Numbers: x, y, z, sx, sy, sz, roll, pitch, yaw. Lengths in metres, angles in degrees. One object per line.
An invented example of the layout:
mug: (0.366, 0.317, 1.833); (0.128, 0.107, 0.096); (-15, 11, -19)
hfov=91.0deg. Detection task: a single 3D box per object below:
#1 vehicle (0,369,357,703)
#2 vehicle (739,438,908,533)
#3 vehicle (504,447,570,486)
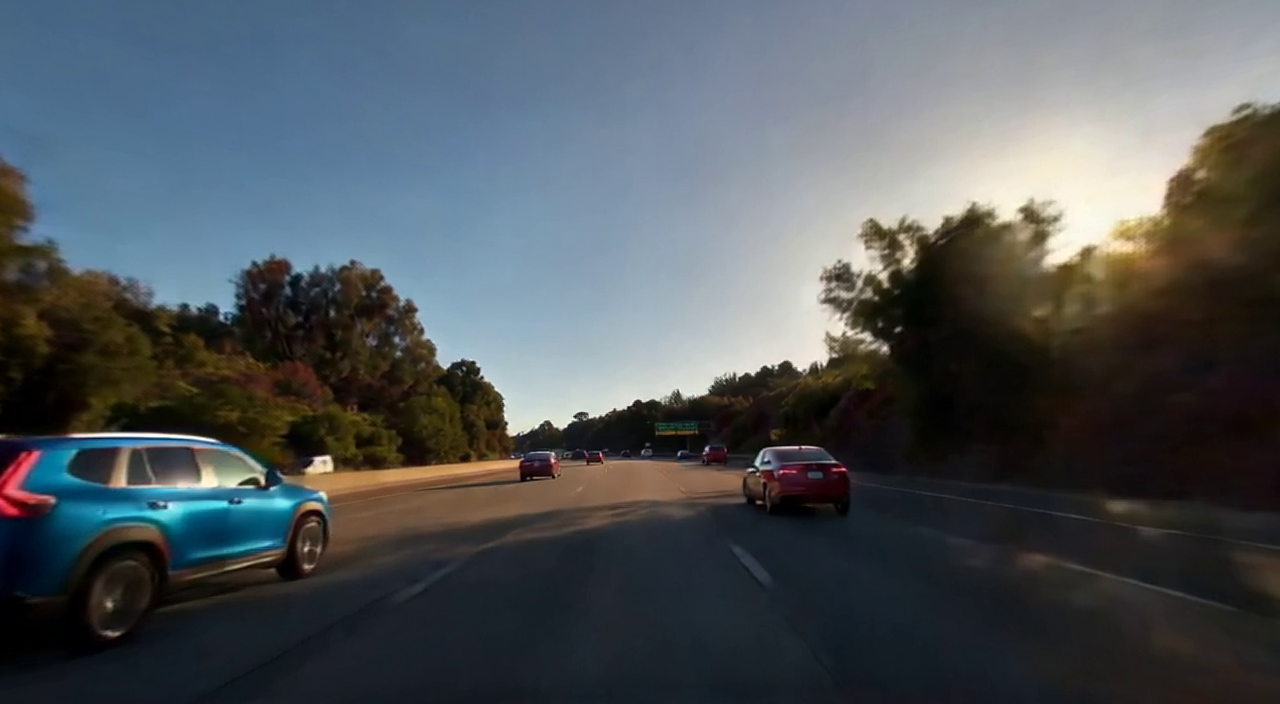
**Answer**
vehicle: (-4.377, 1.260, 5.154); (2.079, 1.745, 4.281); (0, -9, 0)
vehicle: (3.414, 2.581, 12.772); (2.120, 1.572, 4.344); (0, -9, 0)
vehicle: (-4.184, 4.704, 26.185); (2.009, 1.488, 4.289); (0, -9, 0)
